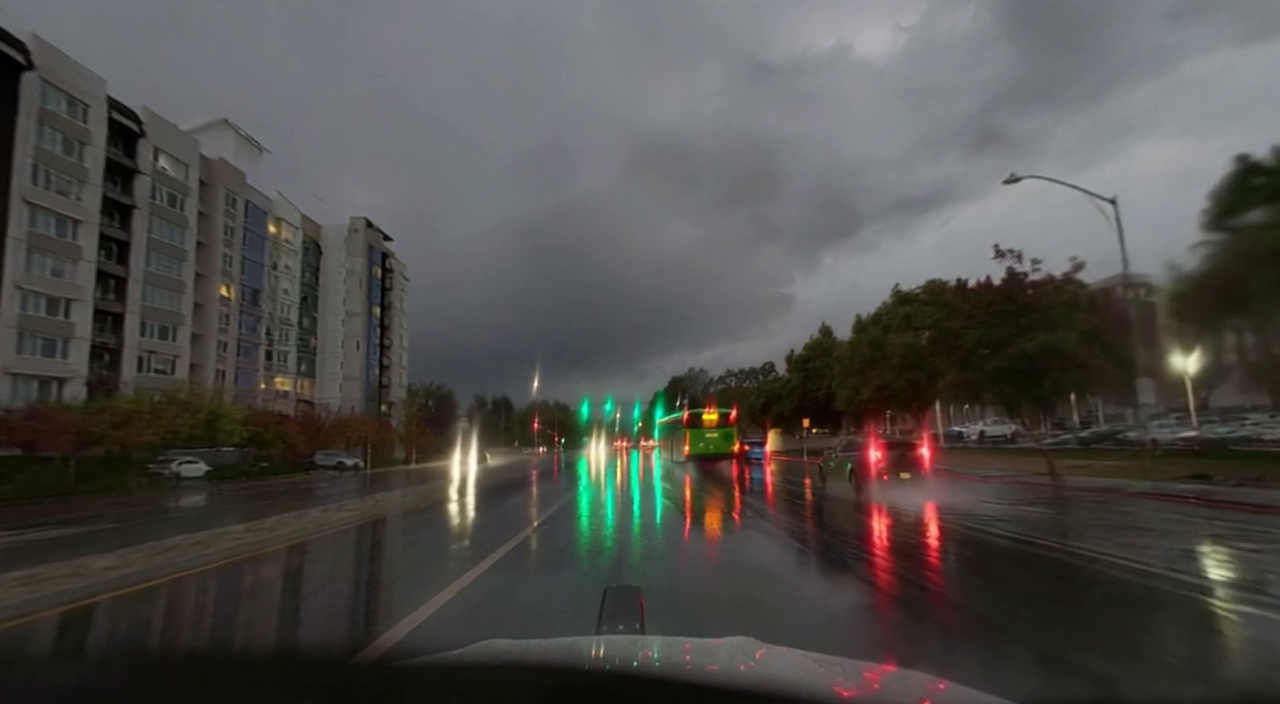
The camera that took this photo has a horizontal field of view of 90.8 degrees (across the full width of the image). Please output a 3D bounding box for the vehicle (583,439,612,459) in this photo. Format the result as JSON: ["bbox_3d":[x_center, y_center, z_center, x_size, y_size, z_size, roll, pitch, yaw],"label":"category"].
[{"bbox_3d":[-3.308,7.625,49.674,1.990,1.480,3.941,0,-9,-1],"label":"vehicle"}]

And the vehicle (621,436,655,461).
[{"bbox_3d":[-0.116,6.454,42.170,2.145,1.572,4.021,0,-9,0],"label":"vehicle"}]

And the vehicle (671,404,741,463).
[{"bbox_3d":[4.001,5.343,40.667,2.760,3.325,9.045,1,-9,-5],"label":"vehicle"}]

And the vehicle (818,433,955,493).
[{"bbox_3d":[6.679,3.051,17.737,1.992,1.447,4.414,0,-9,-1],"label":"vehicle"}]

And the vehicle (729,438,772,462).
[{"bbox_3d":[7.187,6.385,41.416,1.886,1.474,4.495,0,-9,-2],"label":"vehicle"}]

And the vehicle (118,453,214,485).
[{"bbox_3d":[-29.079,7.145,38.984,2.039,1.777,5.029,0,-9,0],"label":"vehicle"}]

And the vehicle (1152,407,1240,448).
[{"bbox_3d":[42.937,5.918,48.958,2.477,2.965,4.646,0,-9,1],"label":"vehicle"}]
